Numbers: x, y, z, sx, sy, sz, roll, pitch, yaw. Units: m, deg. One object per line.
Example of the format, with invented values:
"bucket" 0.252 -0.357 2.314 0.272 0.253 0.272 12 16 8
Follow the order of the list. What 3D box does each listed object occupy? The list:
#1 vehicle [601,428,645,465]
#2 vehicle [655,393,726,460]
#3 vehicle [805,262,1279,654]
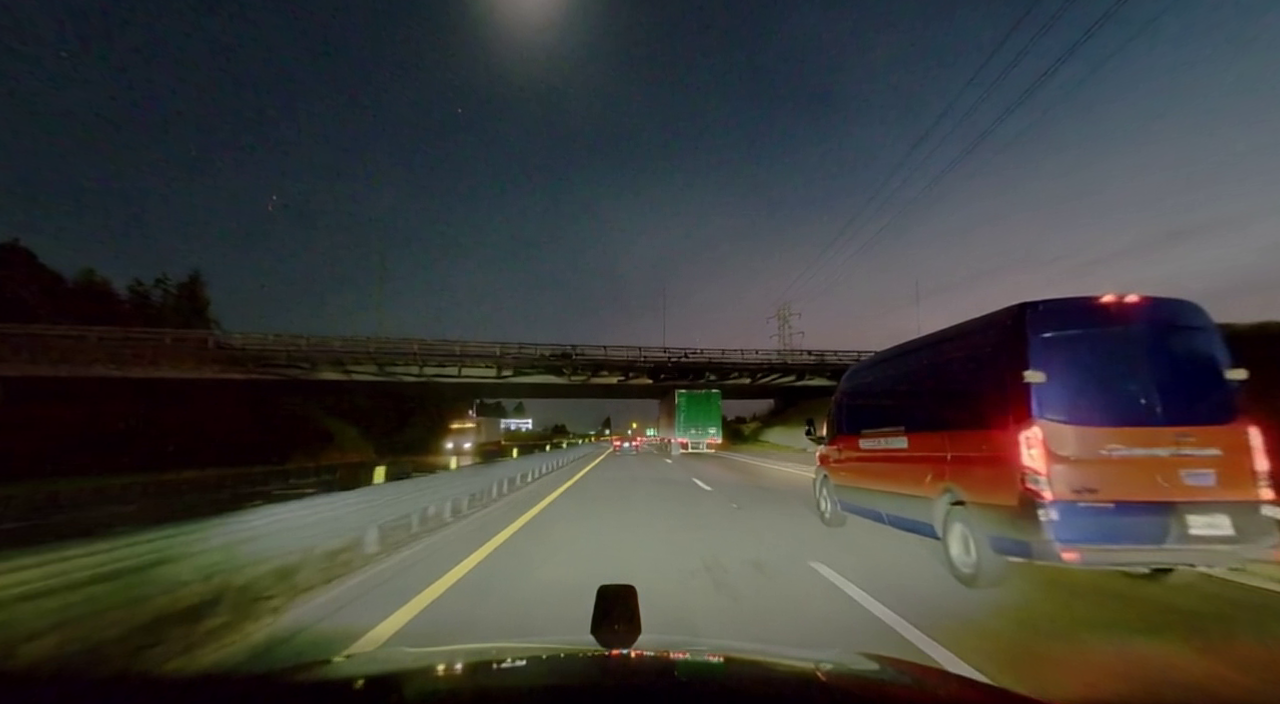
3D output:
"vehicle" -0.874 4.748 31.916 2.073 1.750 4.116 0 -8 -2
"vehicle" 3.067 5.260 43.399 3.096 3.759 15.119 0 -8 -2
"vehicle" 3.798 1.004 6.782 2.387 2.506 5.374 0 -8 -2
